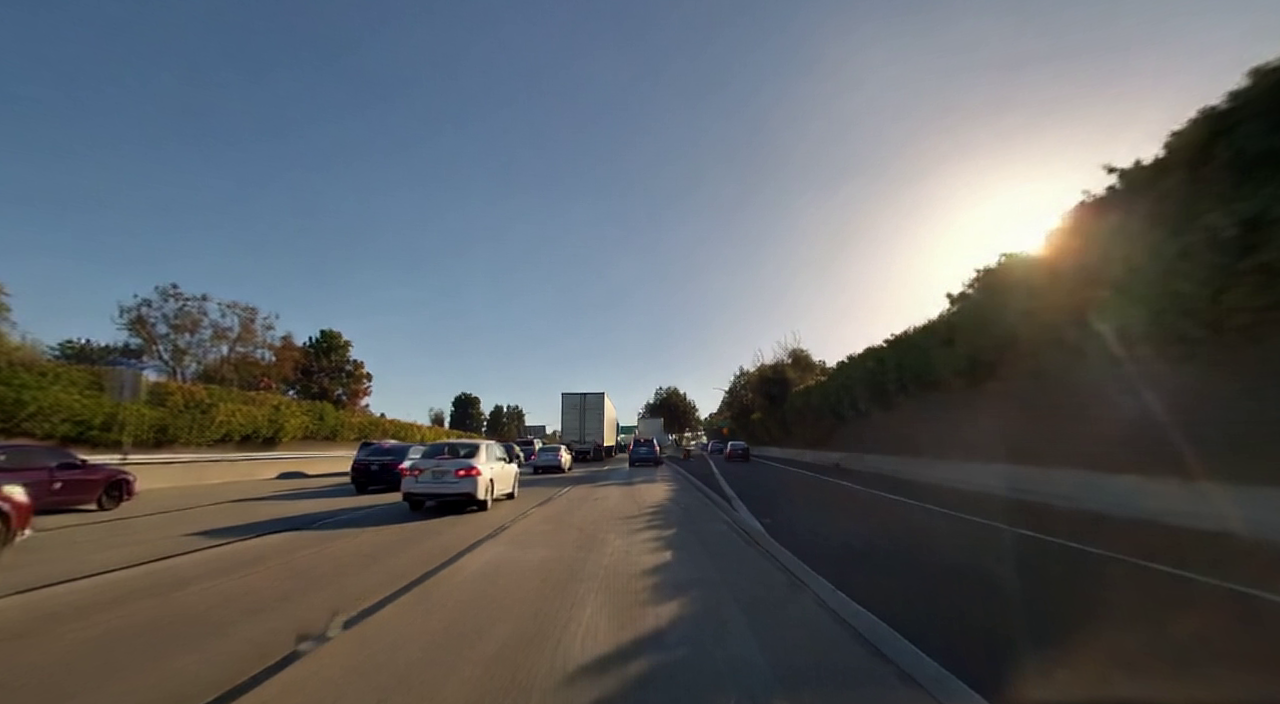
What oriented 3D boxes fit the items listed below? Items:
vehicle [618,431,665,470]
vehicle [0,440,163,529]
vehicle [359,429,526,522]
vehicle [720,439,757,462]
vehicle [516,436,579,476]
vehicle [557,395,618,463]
[{"bbox_3d":[0.087,5.193,33.365,2.325,1.864,4.128,0,-8,1],"label":"vehicle"},{"bbox_3d":[-11.750,2.403,11.829,1.997,1.477,4.546,0,-8,1],"label":"vehicle"},{"bbox_3d":[-3.795,2.448,13.103,1.866,1.568,4.603,0,-8,2],"label":"vehicle"},{"bbox_3d":[6.721,6.779,43.374,2.176,1.493,3.955,-1,-8,4],"label":"vehicle"},{"bbox_3d":[-4.025,4.594,28.012,2.124,1.627,3.863,0,-8,1],"label":"vehicle"},{"bbox_3d":[-3.712,6.304,49.589,3.348,4.469,16.443,0,-9,0],"label":"vehicle"}]
